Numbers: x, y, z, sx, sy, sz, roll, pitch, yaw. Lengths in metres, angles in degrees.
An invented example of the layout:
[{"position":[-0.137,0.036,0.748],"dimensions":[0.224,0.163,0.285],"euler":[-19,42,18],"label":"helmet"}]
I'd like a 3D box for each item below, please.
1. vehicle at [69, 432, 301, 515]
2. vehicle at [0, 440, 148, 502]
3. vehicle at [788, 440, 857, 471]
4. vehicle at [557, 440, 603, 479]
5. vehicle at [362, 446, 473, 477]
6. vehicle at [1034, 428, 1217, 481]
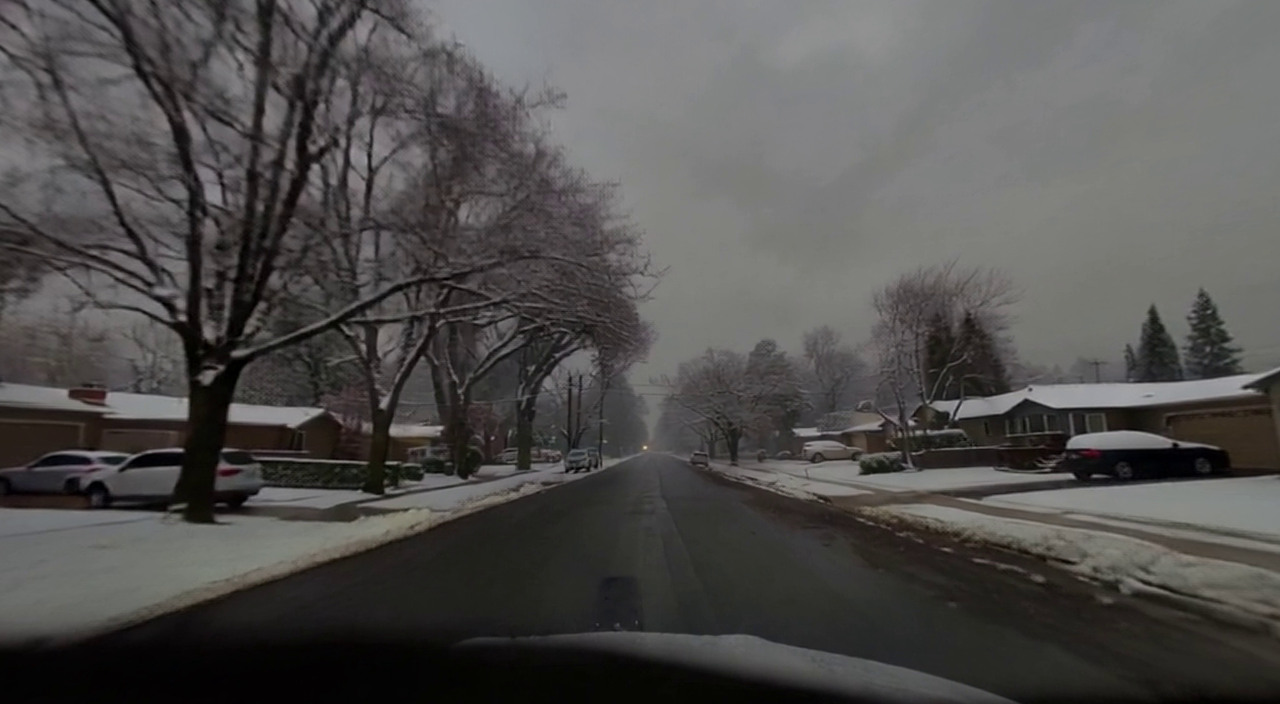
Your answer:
[{"position":[-11.138,2.990,15.606],"dimensions":[4.373,1.747,2.029],"euler":[-4,-9,8],"label":"vehicle"},{"position":[-15.961,3.186,17.249],"dimensions":[4.473,1.493,1.884],"euler":[-4,-9,24],"label":"vehicle"},{"position":[11.045,6.281,38.302],"dimensions":[3.647,1.784,1.650],"euler":[-1,-9,3],"label":"vehicle"},{"position":[-4.133,7.471,44.210],"dimensions":[2.482,2.054,5.323],"euler":[1,-3,3],"label":"vehicle"},{"position":[-11.445,5.657,32.632],"dimensions":[4.977,1.558,2.079],"euler":[0,-9,2],"label":"vehicle"},{"position":[15.190,3.194,19.782],"dimensions":[4.553,1.526,2.000],"euler":[2,-9,-14],"label":"vehicle"}]
